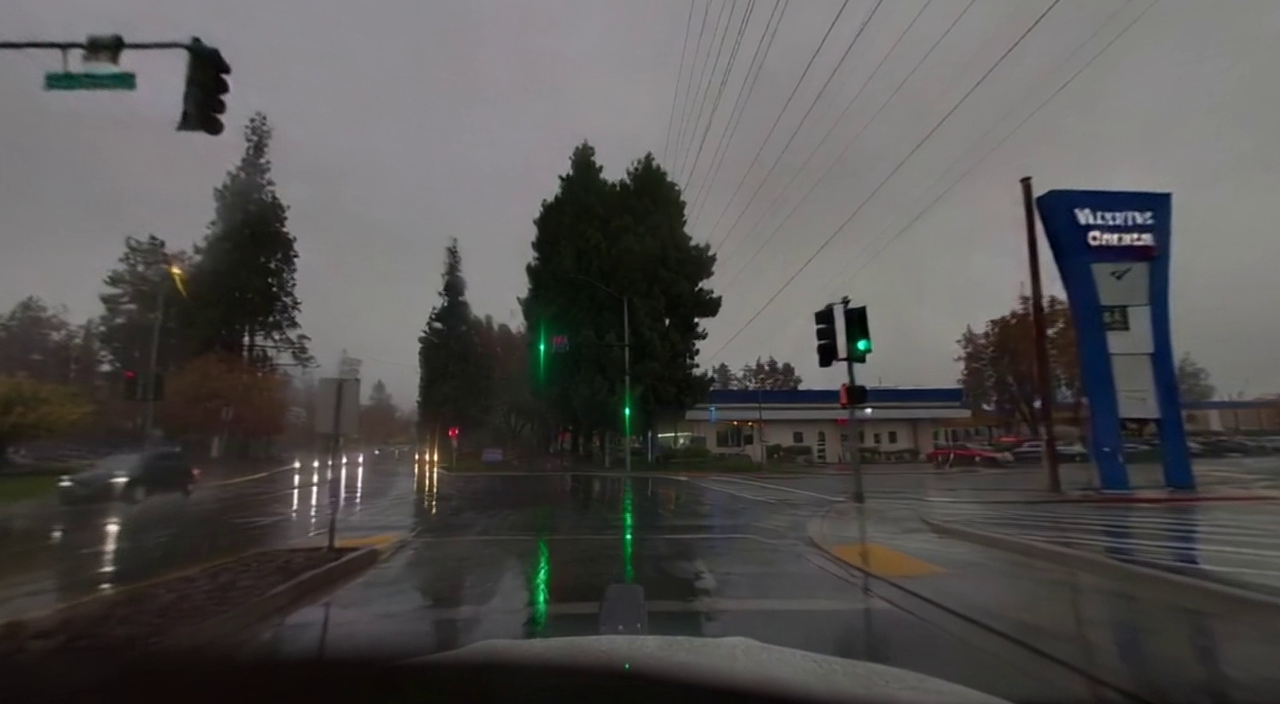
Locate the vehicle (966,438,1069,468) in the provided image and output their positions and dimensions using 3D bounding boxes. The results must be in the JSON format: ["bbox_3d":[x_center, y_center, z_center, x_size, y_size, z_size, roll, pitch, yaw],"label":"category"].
[{"bbox_3d":[21.774,5.836,36.625,4.544,1.630,2.055,-1,-9,10],"label":"vehicle"}]

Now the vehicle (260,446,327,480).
[{"bbox_3d":[-16.537,5.281,30.403,2.105,1.510,4.218,3,-9,-19],"label":"vehicle"}]

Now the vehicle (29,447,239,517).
[{"bbox_3d":[-12.596,3.191,16.233,2.207,1.503,4.561,2,-9,-10],"label":"vehicle"}]

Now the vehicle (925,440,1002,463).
[{"bbox_3d":[23.477,7.253,46.005,4.508,1.535,2.035,0,-9,9],"label":"vehicle"}]

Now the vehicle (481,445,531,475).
[{"bbox_3d":[-7.457,5.924,34.889,2.094,1.500,3.682,3,-9,-20],"label":"vehicle"}]

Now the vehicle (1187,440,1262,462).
[{"bbox_3d":[43.348,7.390,46.982,1.784,1.476,4.371,1,-9,6],"label":"vehicle"}]
